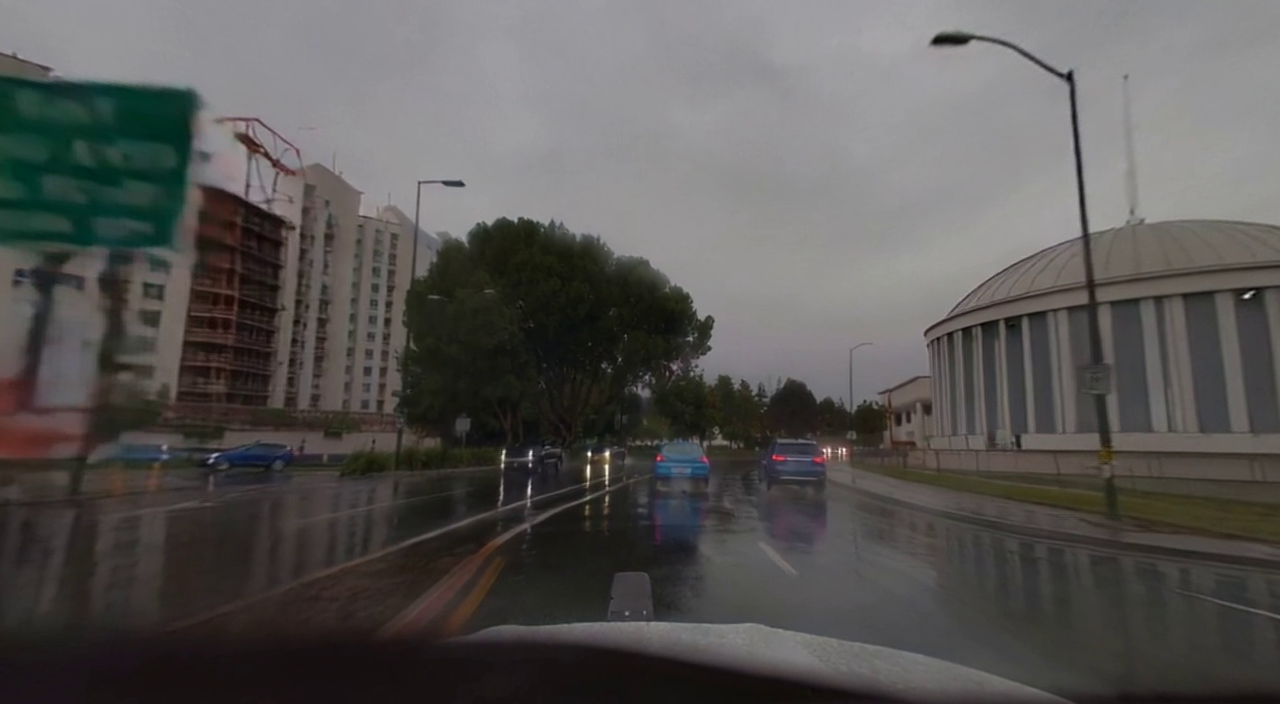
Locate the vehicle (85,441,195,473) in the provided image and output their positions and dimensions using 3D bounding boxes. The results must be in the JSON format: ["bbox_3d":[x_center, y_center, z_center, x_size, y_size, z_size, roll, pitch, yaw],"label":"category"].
[{"bbox_3d":[-29.875,6.274,37.823,1.951,1.743,4.619,-6,-10,29],"label":"vehicle"}]

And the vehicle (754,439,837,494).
[{"bbox_3d":[5.472,4.091,22.913,2.320,1.772,4.872,-1,-9,7],"label":"vehicle"}]

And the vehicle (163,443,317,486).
[{"bbox_3d":[-14.794,4.179,23.534,4.351,1.490,2.012,0,-9,-1],"label":"vehicle"}]

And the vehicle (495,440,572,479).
[{"bbox_3d":[-5.292,5.446,32.177,2.254,1.789,4.736,-2,-9,12],"label":"vehicle"}]

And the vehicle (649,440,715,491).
[{"bbox_3d":[1.612,4.057,22.754,2.132,1.632,3.889,-2,-9,7],"label":"vehicle"}]

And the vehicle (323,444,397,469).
[{"bbox_3d":[-20.870,7.808,47.017,4.648,1.697,1.979,-3,-10,13],"label":"vehicle"}]
